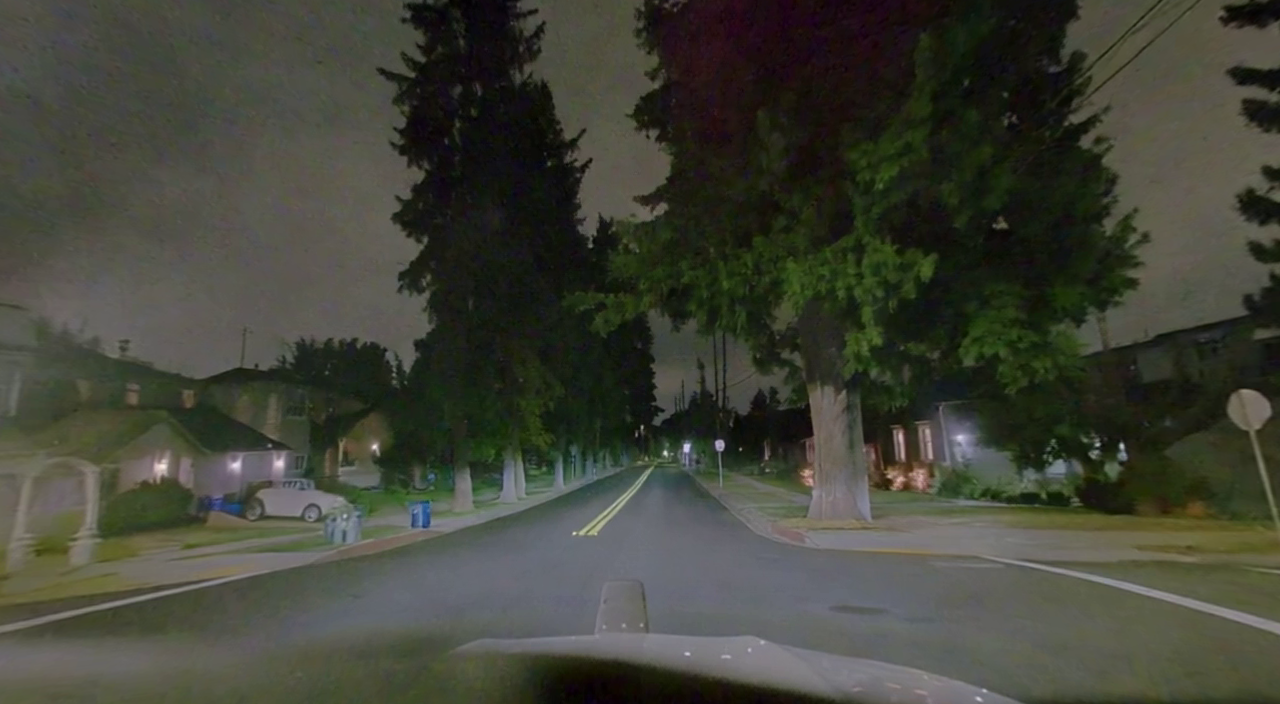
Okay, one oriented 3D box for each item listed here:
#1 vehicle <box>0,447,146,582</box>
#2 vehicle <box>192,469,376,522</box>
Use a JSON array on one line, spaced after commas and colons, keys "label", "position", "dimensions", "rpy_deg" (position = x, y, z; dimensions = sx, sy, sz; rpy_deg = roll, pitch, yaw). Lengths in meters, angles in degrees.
[{"label": "vehicle", "position": [-11.380, 2.567, 10.511], "dimensions": [4.463, 1.948, 2.114], "rpy_deg": [0, -8, 2]}, {"label": "vehicle", "position": [-11.114, 4.496, 19.905], "dimensions": [4.659, 1.464, 1.930], "rpy_deg": [0, -9, 3]}]
